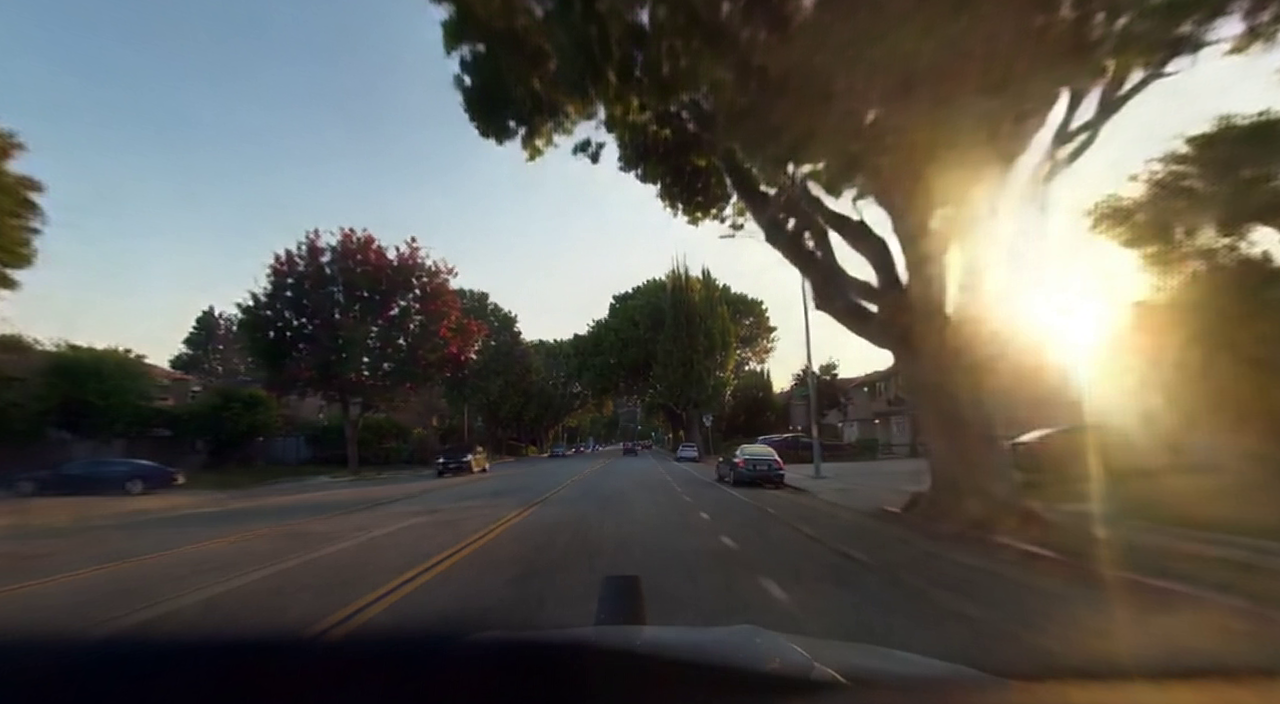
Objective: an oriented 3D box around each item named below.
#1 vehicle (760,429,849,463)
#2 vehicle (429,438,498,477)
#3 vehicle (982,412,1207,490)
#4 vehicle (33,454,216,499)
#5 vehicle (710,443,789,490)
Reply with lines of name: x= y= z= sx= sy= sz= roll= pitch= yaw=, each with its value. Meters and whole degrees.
vehicle: x=10.493 y=6.074 z=40.545 sx=4.964 sy=1.739 sz=2.184 roll=-4 pitch=-10 yaw=-1
vehicle: x=-8.463 y=5.084 z=30.681 sx=2.090 sy=1.748 sz=4.345 roll=0 pitch=-8 yaw=0
vehicle: x=11.826 y=2.603 z=16.671 sx=4.376 sy=1.509 sz=1.866 roll=-5 pitch=-8 yaw=-1
vehicle: x=-18.725 y=4.524 z=23.156 sx=4.880 sy=1.500 sz=1.965 roll=0 pitch=-8 yaw=-2
vehicle: x=3.791 y=4.039 z=22.716 sx=1.991 sy=1.500 sz=4.562 roll=0 pitch=-8 yaw=-1
